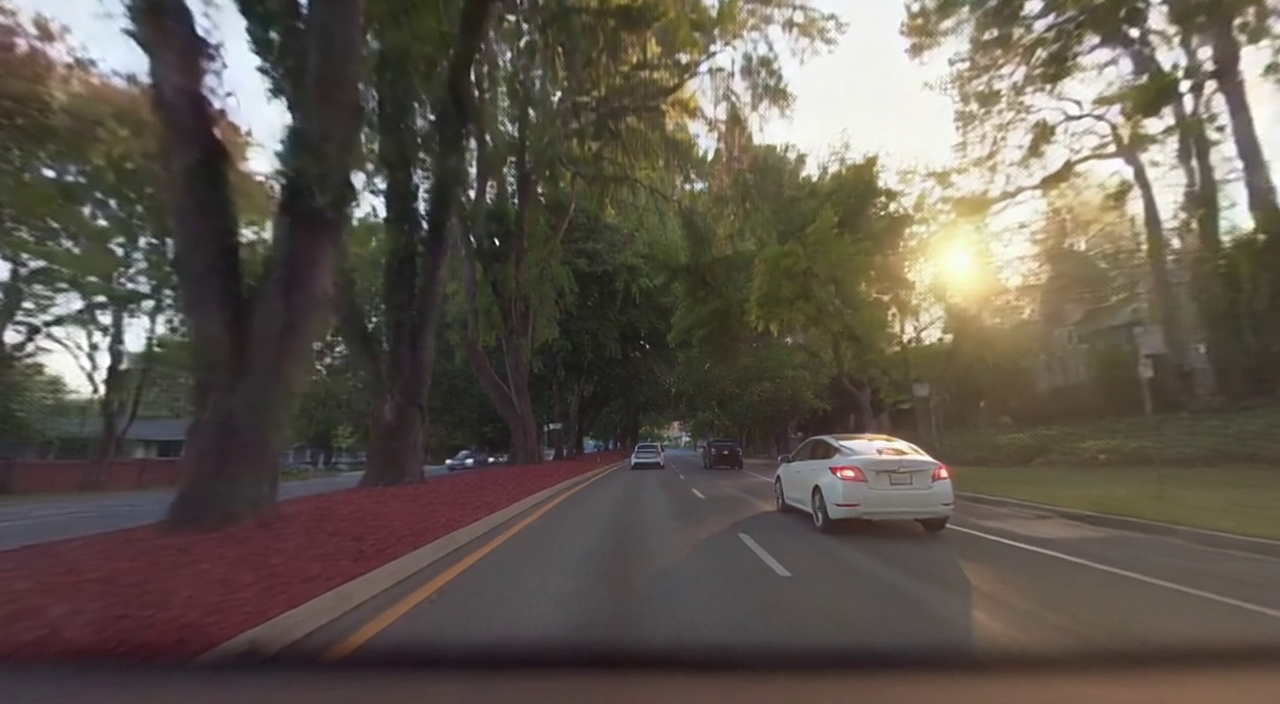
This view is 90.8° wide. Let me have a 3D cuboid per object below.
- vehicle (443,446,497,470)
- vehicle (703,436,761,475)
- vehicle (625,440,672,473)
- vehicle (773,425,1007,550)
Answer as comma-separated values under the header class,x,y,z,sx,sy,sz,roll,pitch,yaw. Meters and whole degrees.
class,x,y,z,sx,sy,sz,roll,pitch,yaw
vehicle,-11.087,6.927,41.503,2.123,1.453,4.712,0,-9,1
vehicle,4.169,4.757,29.294,2.074,1.652,4.340,0,-9,1
vehicle,0.460,4.973,30.277,2.082,1.473,4.028,0,-9,2
vehicle,3.525,1.984,9.919,1.985,1.529,4.147,0,-9,0
